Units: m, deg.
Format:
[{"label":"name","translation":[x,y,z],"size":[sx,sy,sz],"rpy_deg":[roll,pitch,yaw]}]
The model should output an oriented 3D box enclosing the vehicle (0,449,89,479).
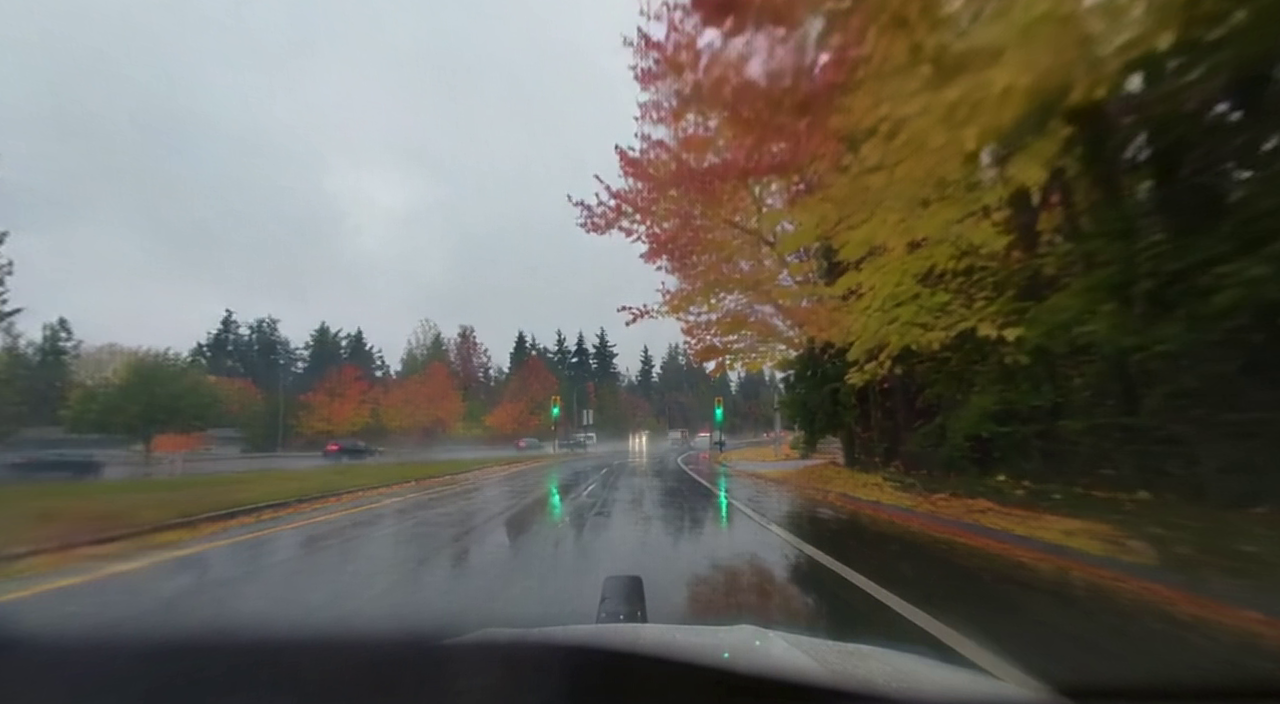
[{"label":"vehicle","translation":[-33.392,6.108,34.564],"size":[1.865,1.518,4.231],"rpy_deg":[-2,-9,19]}]
